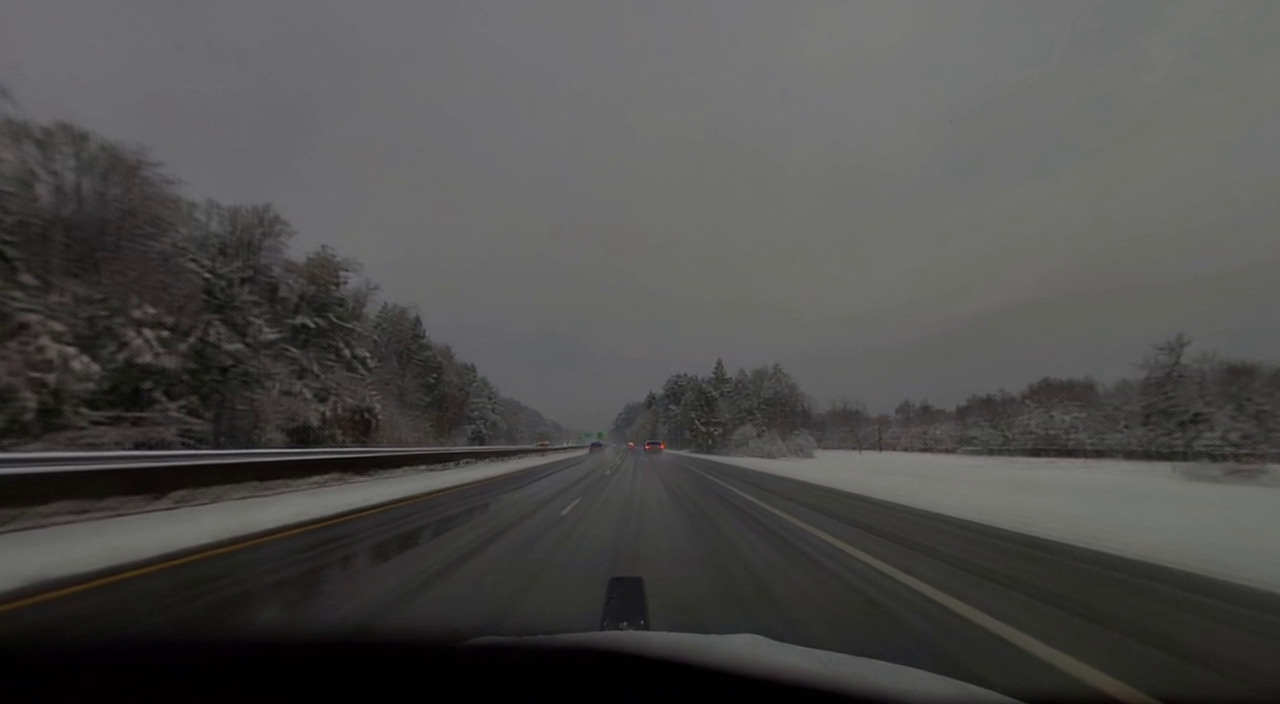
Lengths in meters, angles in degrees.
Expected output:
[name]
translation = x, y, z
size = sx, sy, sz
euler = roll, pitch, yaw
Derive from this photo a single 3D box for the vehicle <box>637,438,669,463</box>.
[vehicle]
translation = 0.828, 6.531, 41.775
size = 1.966, 1.542, 3.979
euler = 0, -8, -1
